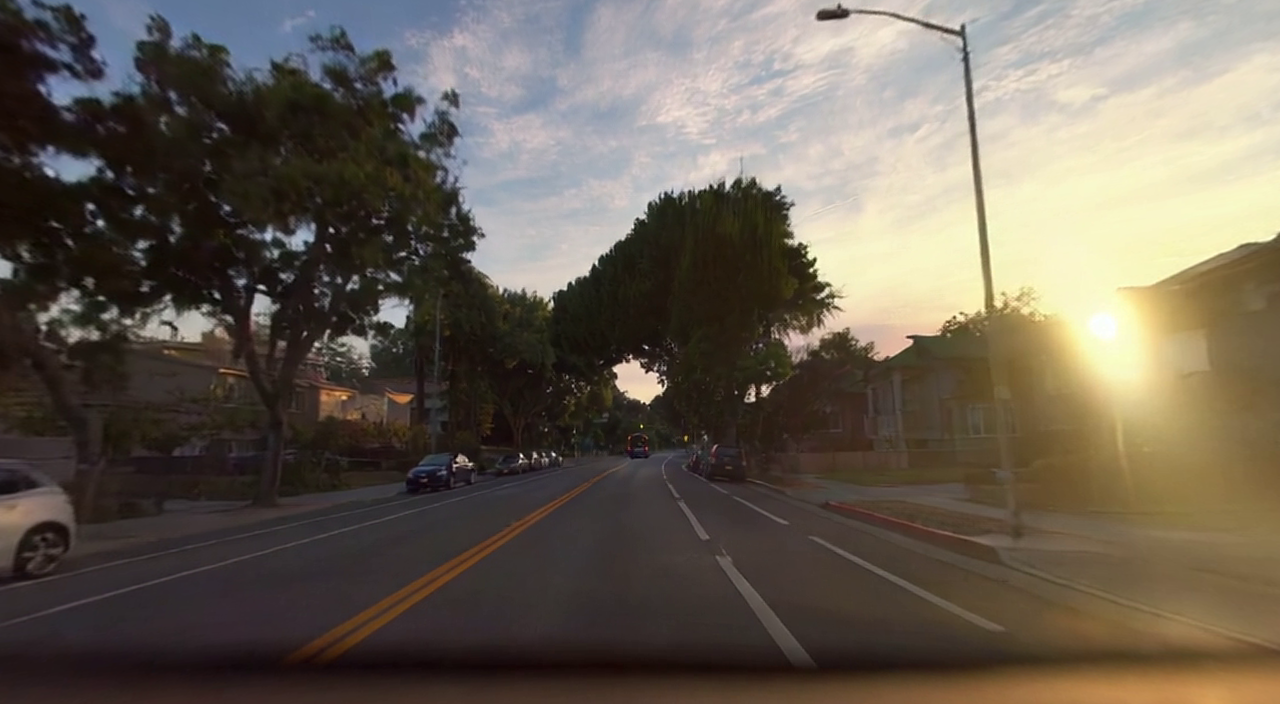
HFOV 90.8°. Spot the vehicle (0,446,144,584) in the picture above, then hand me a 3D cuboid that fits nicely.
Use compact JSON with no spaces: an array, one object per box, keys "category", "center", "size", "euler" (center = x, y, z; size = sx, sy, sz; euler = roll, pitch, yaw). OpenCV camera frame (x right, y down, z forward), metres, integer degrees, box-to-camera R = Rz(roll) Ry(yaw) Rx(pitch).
[{"category":"vehicle","center":[-8.168,1.853,6.654],"size":[1.921,1.494,4.884],"euler":[-4,-8,1]}]

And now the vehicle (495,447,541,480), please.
[{"category":"vehicle","center":[-7.734,7.101,40.457],"size":[1.898,1.755,4.603],"euler":[-5,-8,0]}]

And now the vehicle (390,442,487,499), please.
[{"category":"vehicle","center":[-8.008,4.706,25.742],"size":[2.094,1.840,5.450],"euler":[-6,-8,0]}]

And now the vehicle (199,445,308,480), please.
[{"category":"vehicle","center":[-19.855,5.661,32.600],"size":[4.197,1.659,2.059],"euler":[1,-8,0]}]

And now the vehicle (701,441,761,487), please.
[{"category":"vehicle","center":[4.283,5.316,30.331],"size":[2.060,1.833,4.927],"euler":[5,-9,1]}]
